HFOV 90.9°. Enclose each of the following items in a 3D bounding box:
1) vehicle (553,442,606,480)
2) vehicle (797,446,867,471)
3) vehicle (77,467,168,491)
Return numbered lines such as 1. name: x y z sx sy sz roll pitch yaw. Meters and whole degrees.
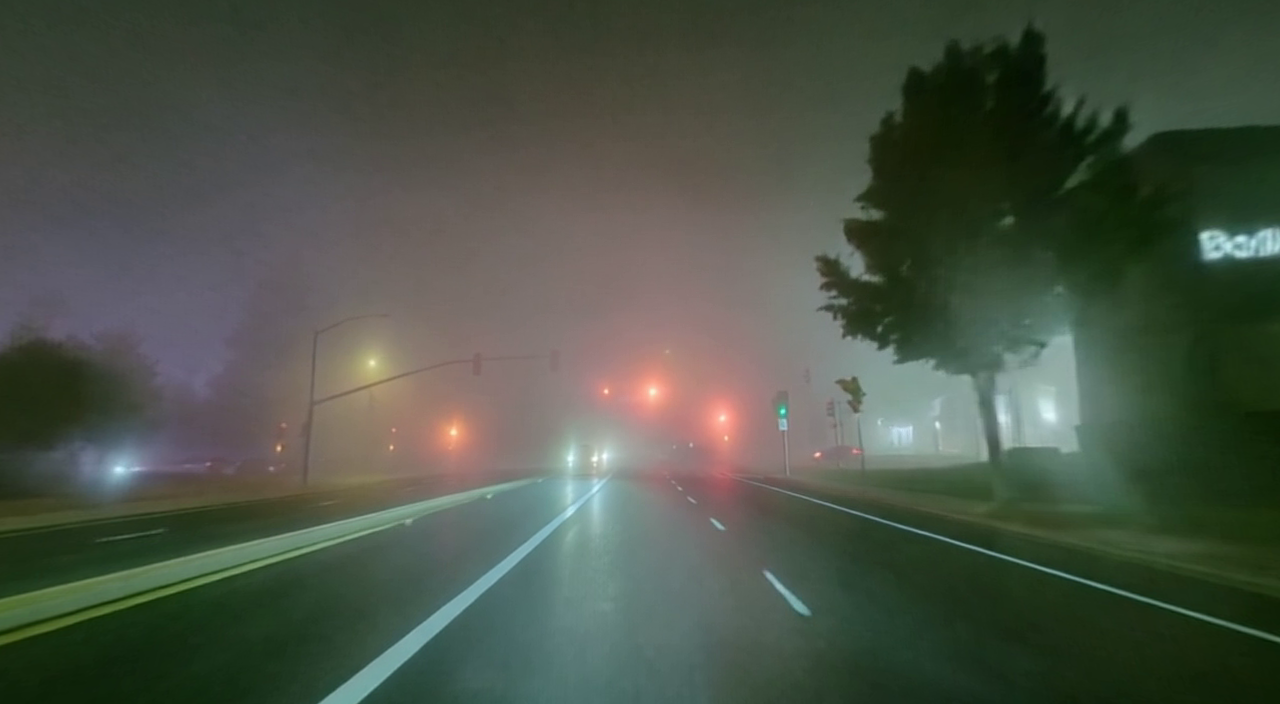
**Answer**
1. vehicle: -3.044 5.564 32.549 2.250 1.791 4.300 0 -8 1
2. vehicle: 14.512 8.060 47.810 4.634 1.449 1.936 -4 -7 -1
3. vehicle: -35.777 8.755 43.604 4.657 1.455 1.994 0 -8 4
